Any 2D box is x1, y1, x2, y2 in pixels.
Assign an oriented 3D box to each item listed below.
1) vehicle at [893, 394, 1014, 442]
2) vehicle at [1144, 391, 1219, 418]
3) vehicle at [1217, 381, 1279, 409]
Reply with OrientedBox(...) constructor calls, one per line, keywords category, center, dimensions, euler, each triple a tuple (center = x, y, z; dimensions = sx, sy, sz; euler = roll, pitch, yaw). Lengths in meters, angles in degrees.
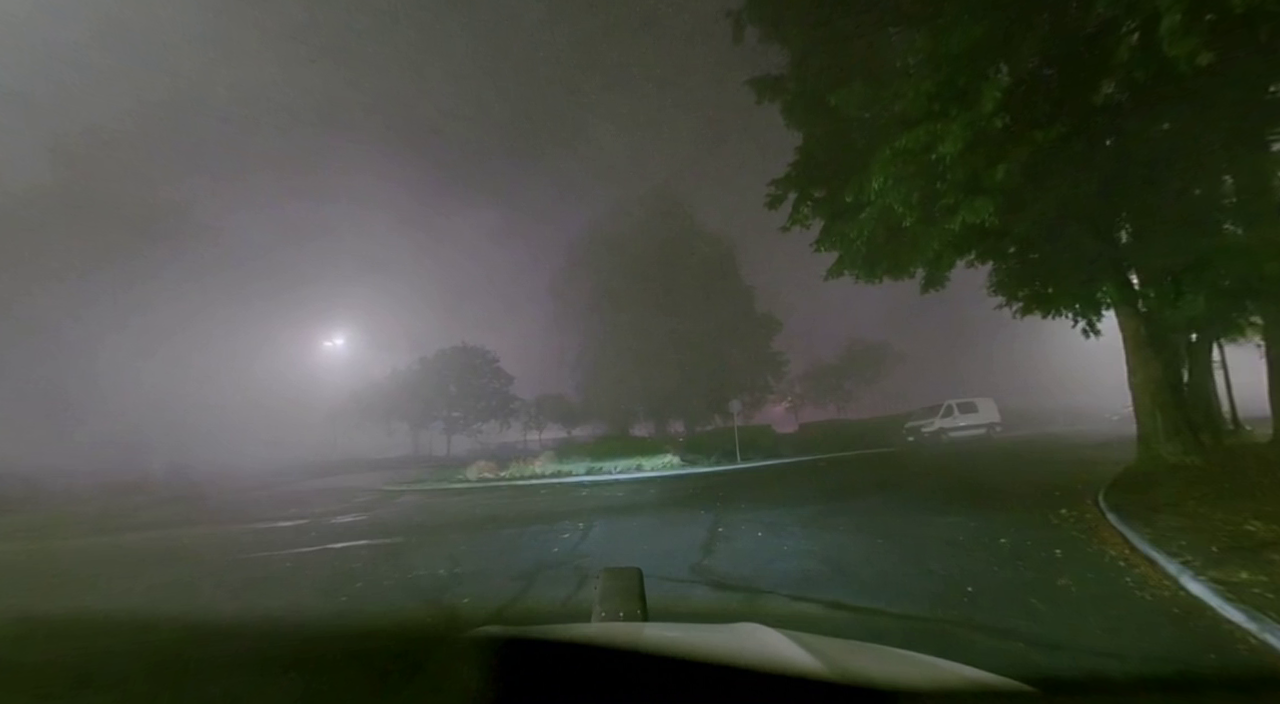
OrientedBox(category="vehicle", center=(15.669, 3.378, 31.560), dimensions=(5.547, 2.193, 2.433), euler=(4, -10, -27))
OrientedBox(category="vehicle", center=(35.779, 3.516, 41.697), dimensions=(4.383, 1.525, 2.038), euler=(4, -10, -26))
OrientedBox(category="vehicle", center=(45.045, 3.179, 46.400), dimensions=(4.912, 1.741, 2.360), euler=(6, -7, -28))
